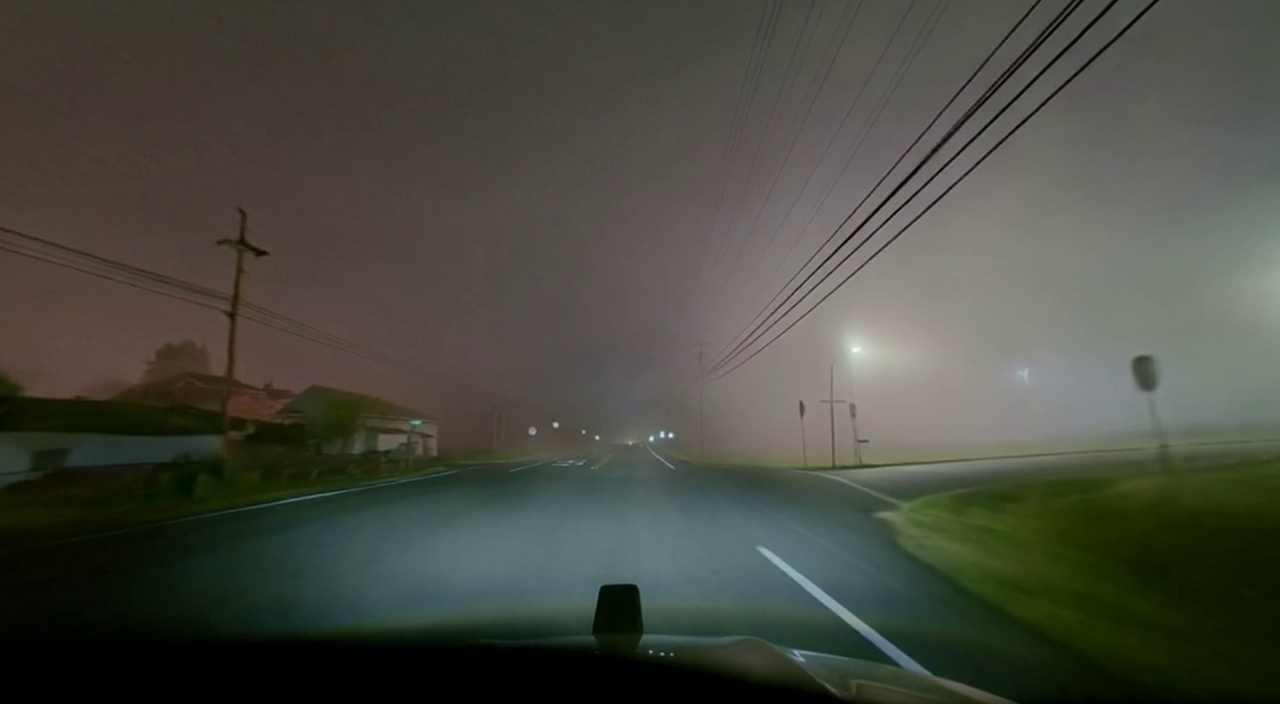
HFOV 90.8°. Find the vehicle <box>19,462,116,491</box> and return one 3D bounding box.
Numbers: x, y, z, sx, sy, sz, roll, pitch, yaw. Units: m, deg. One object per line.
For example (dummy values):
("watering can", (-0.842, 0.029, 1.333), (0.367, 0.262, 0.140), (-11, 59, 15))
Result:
("vehicle", (-34.726, 7.515, 38.399), (1.808, 1.527, 4.145), (-8, -12, 44))
